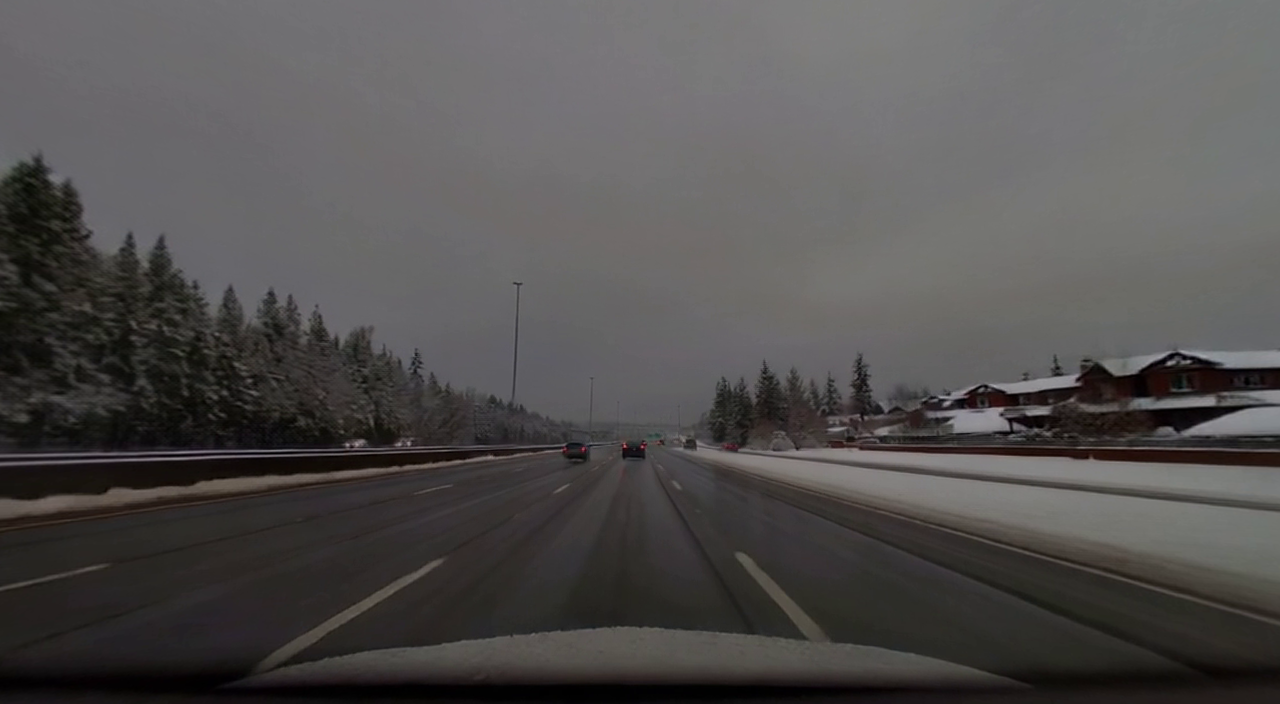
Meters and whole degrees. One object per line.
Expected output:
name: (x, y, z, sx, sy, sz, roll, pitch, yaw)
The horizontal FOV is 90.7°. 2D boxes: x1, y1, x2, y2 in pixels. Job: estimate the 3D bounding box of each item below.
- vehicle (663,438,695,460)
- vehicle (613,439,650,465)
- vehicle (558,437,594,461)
vehicle: (2.869, 7.319, 47.858, 2.084, 1.624, 3.935, 0, -8, -1)
vehicle: (-0.506, 6.093, 38.617, 2.146, 1.485, 4.332, 0, -8, -1)
vehicle: (-4.741, 7.298, 47.754, 2.260, 1.706, 4.177, 0, -8, 0)
